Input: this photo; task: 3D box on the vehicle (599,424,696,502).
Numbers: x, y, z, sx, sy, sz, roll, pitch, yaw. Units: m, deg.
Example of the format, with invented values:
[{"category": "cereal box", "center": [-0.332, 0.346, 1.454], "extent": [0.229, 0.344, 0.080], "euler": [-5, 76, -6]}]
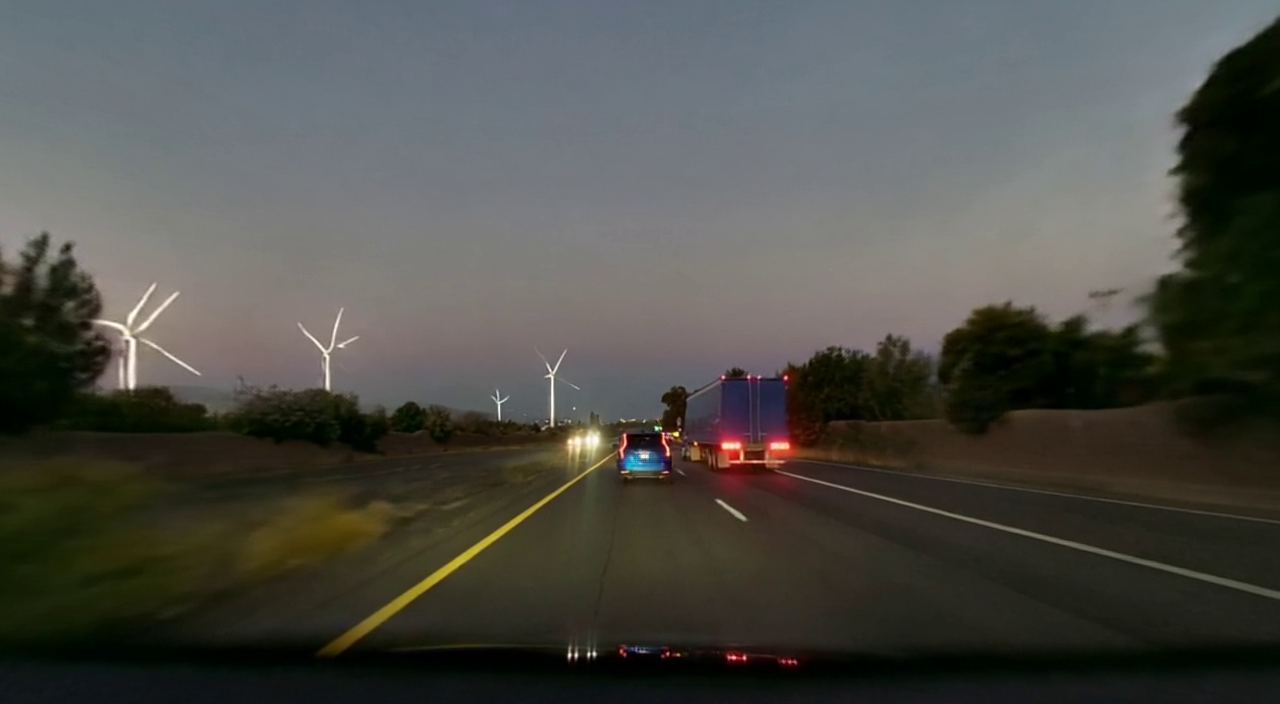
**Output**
[{"category": "vehicle", "center": [0.098, 2.616, 15.424], "extent": [2.038, 1.624, 4.312], "euler": [0, -8, -1]}]

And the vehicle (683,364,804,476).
[{"category": "vehicle", "center": [4.309, 3.452, 30.588], "extent": [3.129, 4.126, 14.913], "euler": [0, -8, -1]}]
